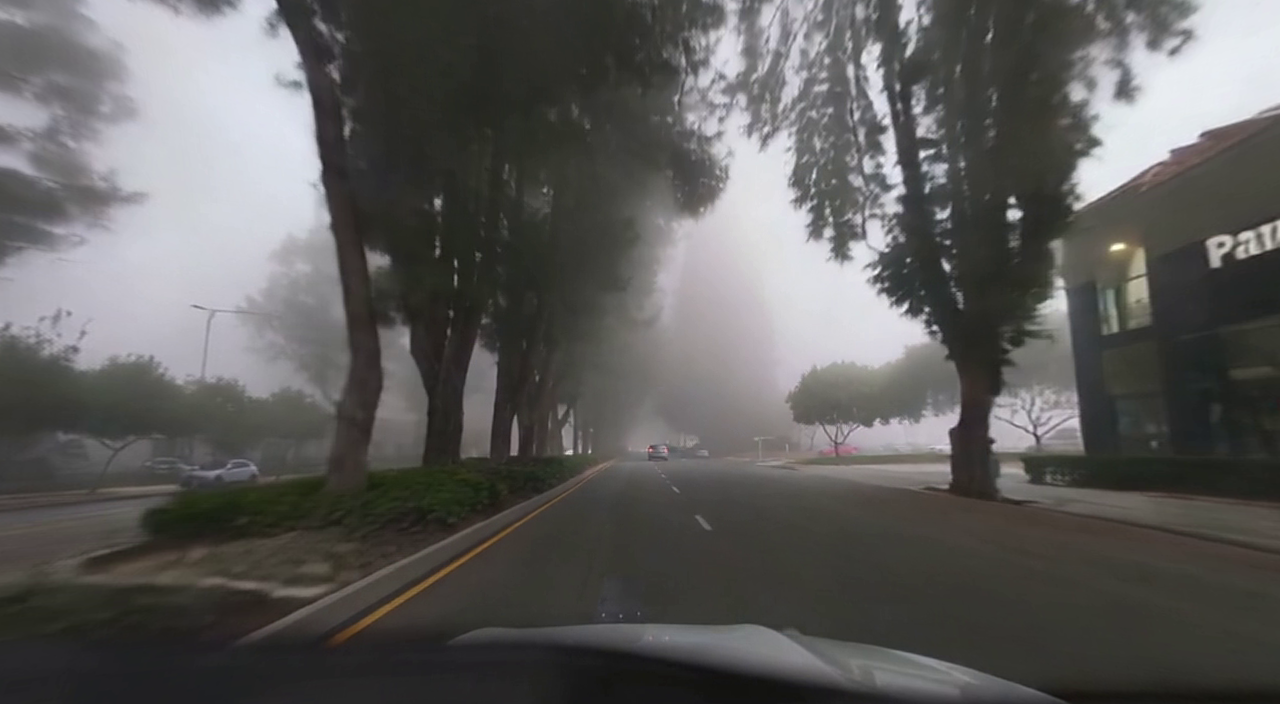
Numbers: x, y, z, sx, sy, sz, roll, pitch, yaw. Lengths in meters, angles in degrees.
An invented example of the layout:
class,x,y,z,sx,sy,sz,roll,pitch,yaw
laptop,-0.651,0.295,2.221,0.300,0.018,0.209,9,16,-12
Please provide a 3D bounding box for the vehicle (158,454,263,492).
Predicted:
class,x,y,z,sx,sy,sz,roll,pitch,yaw
vehicle,-21.977,6.173,32.571,1.922,1.738,4.556,-1,-9,5

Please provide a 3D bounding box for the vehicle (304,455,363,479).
class,x,y,z,sx,sy,sz,roll,pitch,yaw
vehicle,-21.414,8.049,44.398,1.847,1.454,4.413,-1,-9,1
